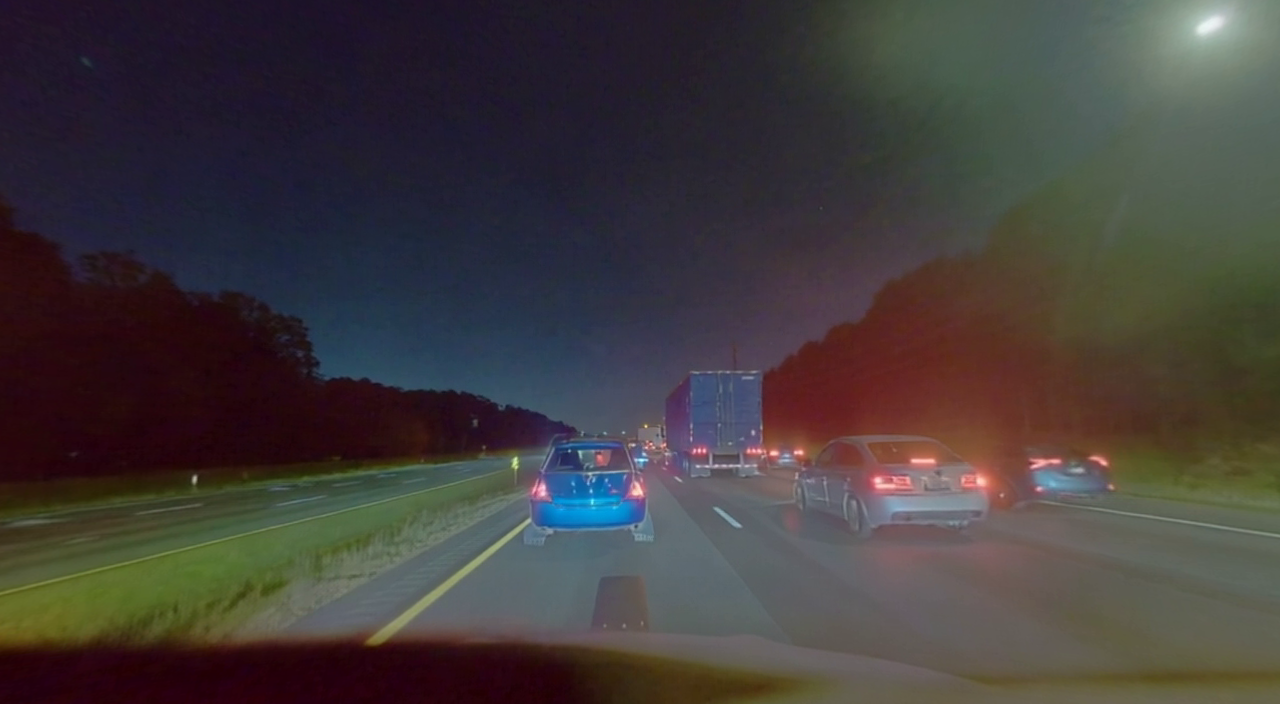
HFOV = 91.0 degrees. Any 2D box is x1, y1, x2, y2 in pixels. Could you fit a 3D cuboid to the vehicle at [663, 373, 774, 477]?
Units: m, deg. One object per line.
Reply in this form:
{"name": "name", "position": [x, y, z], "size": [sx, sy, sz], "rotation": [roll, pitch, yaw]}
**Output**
{"name": "vehicle", "position": [3.529, 4.162, 34.315], "size": [3.591, 4.290, 16.696], "rotation": [0, -8, -1]}

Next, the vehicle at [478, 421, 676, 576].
{"name": "vehicle", "position": [-0.703, 1.791, 8.505], "size": [2.009, 1.554, 4.013], "rotation": [0, -8, -2]}

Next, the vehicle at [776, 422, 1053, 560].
{"name": "vehicle", "position": [3.566, 1.885, 9.395], "size": [1.960, 1.515, 4.713], "rotation": [0, -8, -1]}
